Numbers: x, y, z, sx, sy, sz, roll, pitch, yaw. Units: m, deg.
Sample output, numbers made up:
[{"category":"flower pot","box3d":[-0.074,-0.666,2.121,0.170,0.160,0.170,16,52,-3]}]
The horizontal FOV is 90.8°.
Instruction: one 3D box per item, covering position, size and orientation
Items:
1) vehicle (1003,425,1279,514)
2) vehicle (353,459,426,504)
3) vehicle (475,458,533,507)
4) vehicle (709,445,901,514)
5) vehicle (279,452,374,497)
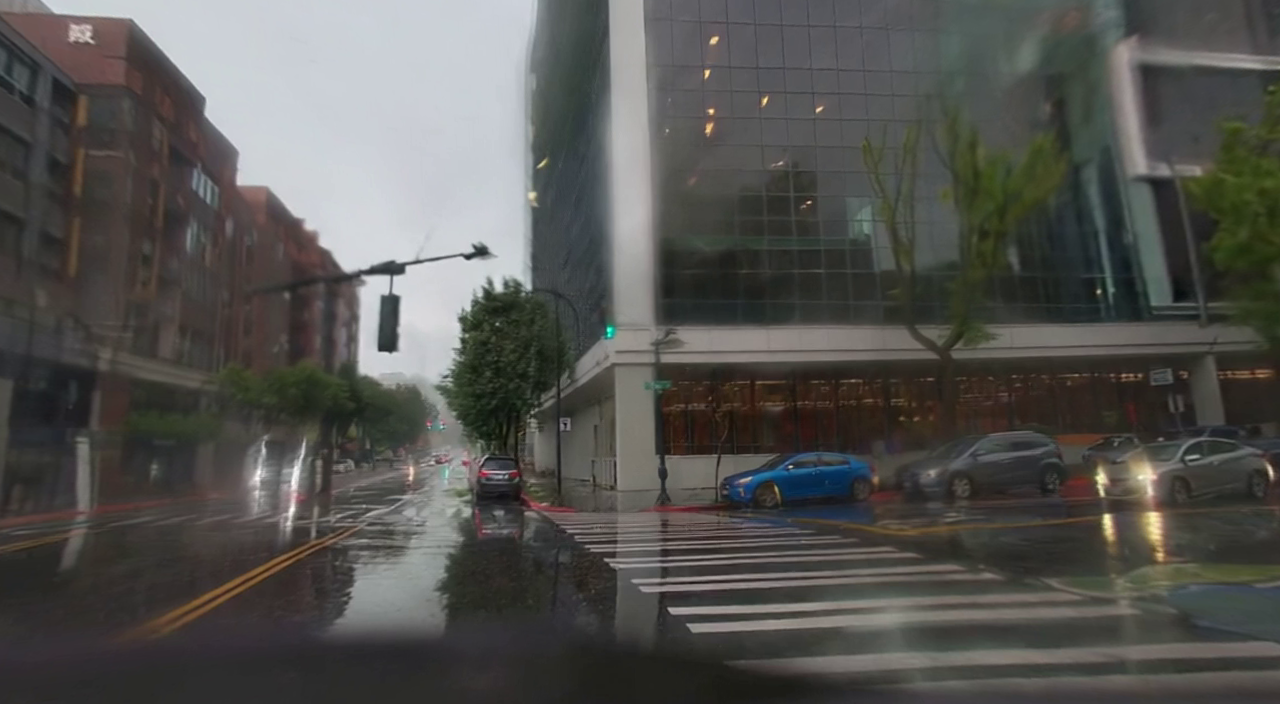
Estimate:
[{"category":"vehicle","box3d":[10.251,2.308,12.725,4.888,1.558,2.017,2,-9,-12]},{"category":"vehicle","box3d":[-10.435,5.360,26.641,2.025,1.625,4.596,2,-9,-11]},{"category":"vehicle","box3d":[-5.870,5.531,27.310,2.174,1.780,5.051,2,-9,-12]},{"category":"vehicle","box3d":[4.550,3.583,17.741,4.705,1.732,1.996,2,-14,-13]},{"category":"vehicle","box3d":[-16.386,6.375,33.550,2.810,2.036,6.550,1,-9,-11]}]
